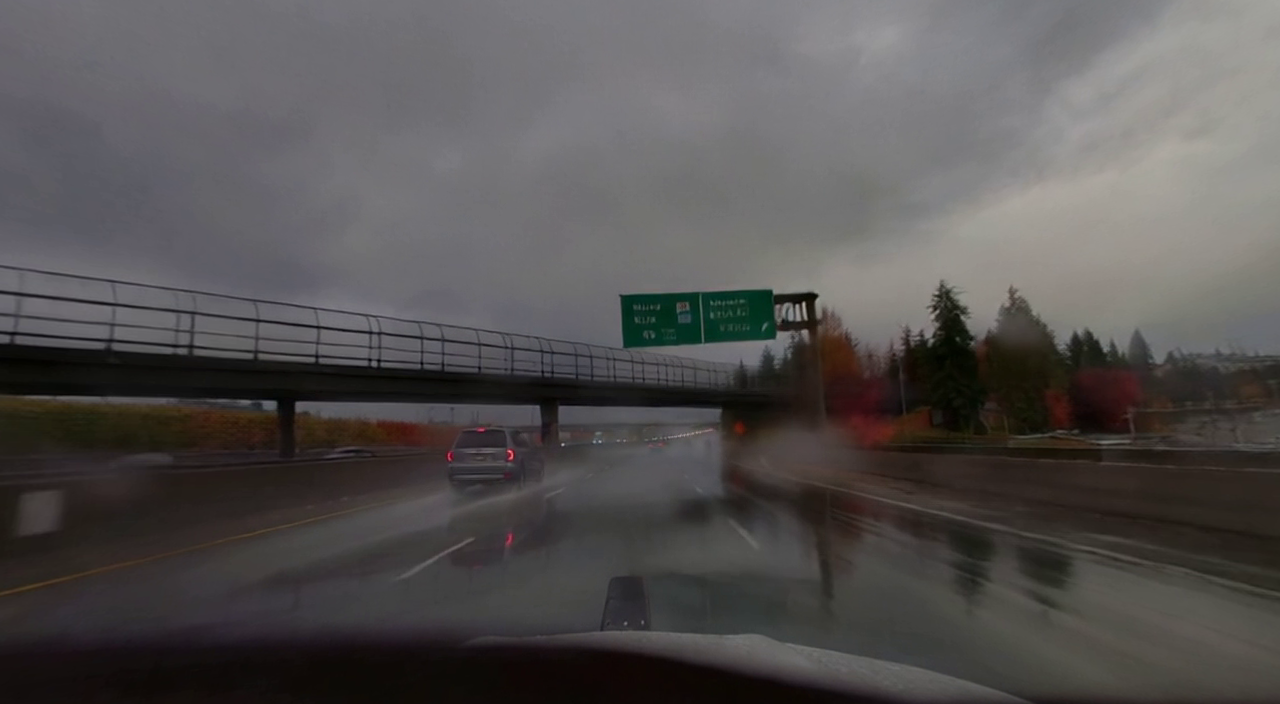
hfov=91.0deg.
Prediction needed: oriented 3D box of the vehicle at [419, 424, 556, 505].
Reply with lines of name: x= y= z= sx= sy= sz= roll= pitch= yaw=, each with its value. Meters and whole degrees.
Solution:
vehicle: x=-3.565 y=2.721 z=15.680 sx=2.177 sy=1.707 sz=4.432 roll=0 pitch=-8 yaw=2
